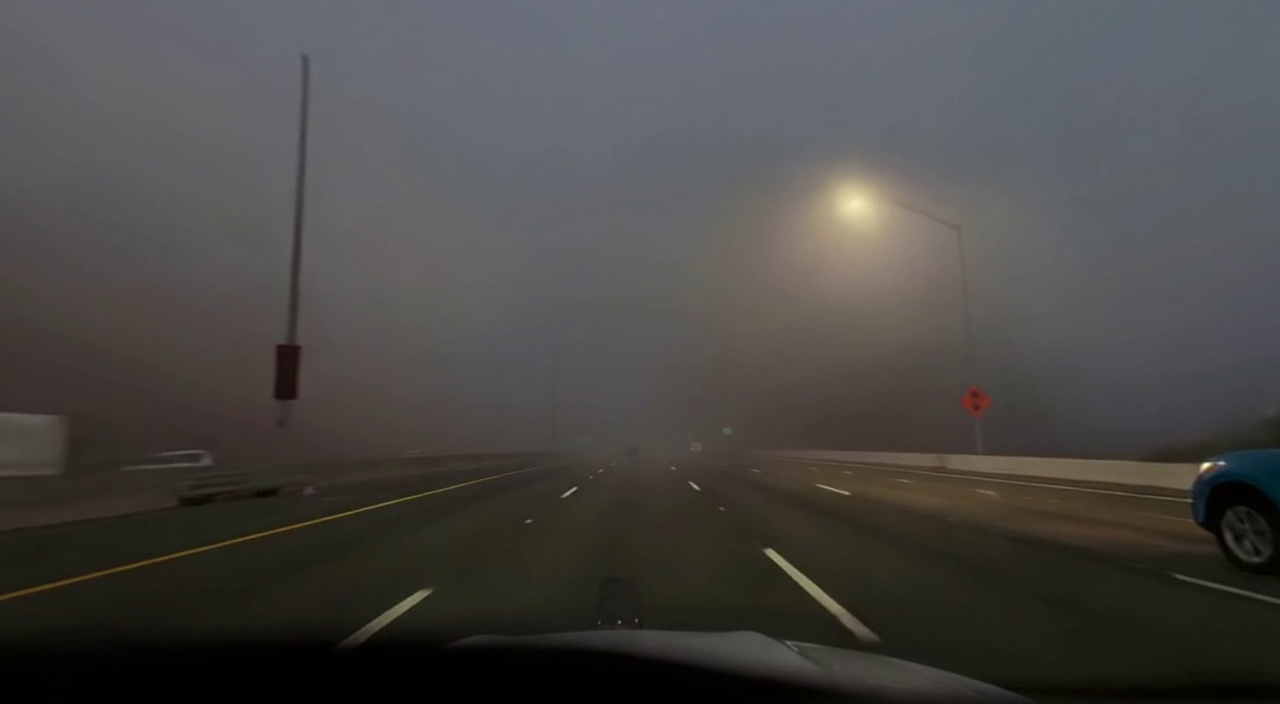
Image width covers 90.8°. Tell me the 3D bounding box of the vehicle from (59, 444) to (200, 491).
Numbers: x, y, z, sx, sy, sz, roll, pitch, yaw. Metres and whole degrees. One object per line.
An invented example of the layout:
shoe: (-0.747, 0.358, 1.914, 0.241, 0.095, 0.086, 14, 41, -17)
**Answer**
vehicle: (-21.933, 4.949, 27.468, 2.079, 1.822, 4.786, 0, -8, 0)
